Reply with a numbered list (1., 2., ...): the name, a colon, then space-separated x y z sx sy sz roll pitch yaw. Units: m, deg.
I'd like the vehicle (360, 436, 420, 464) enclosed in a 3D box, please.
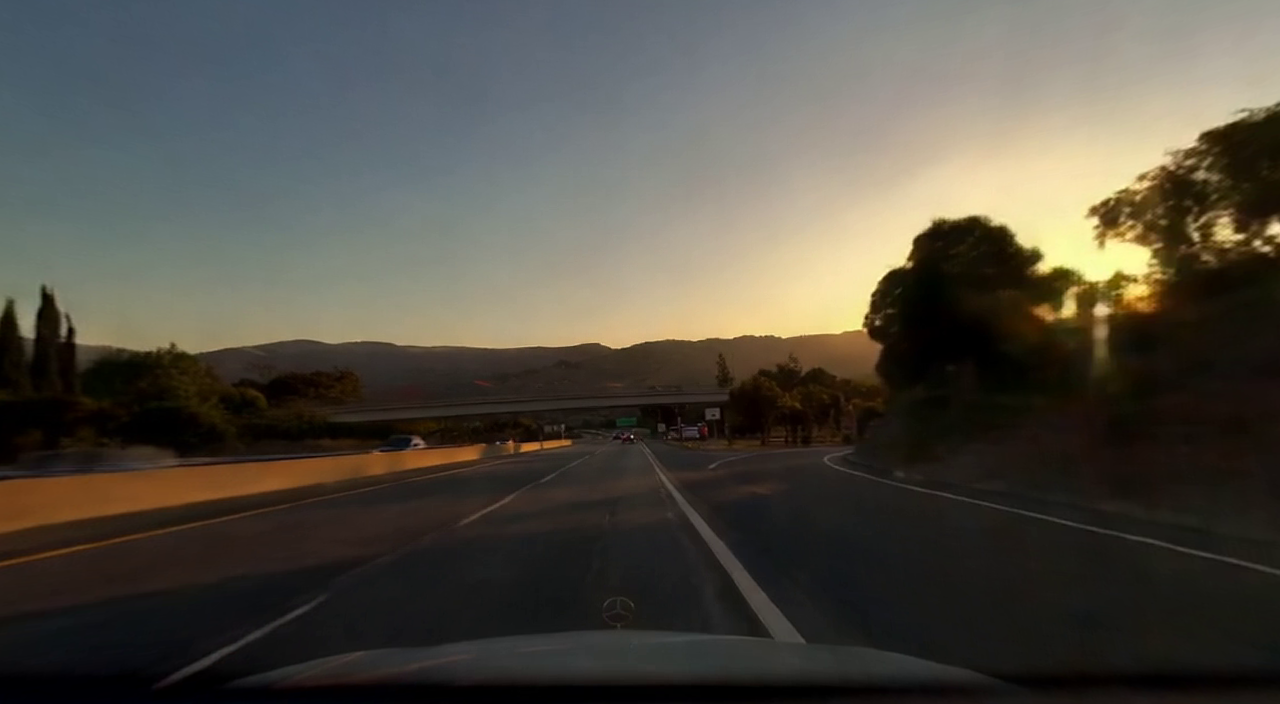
1. vehicle: -17.599 6.895 44.568 2.126 1.840 5.293 0 -8 0
